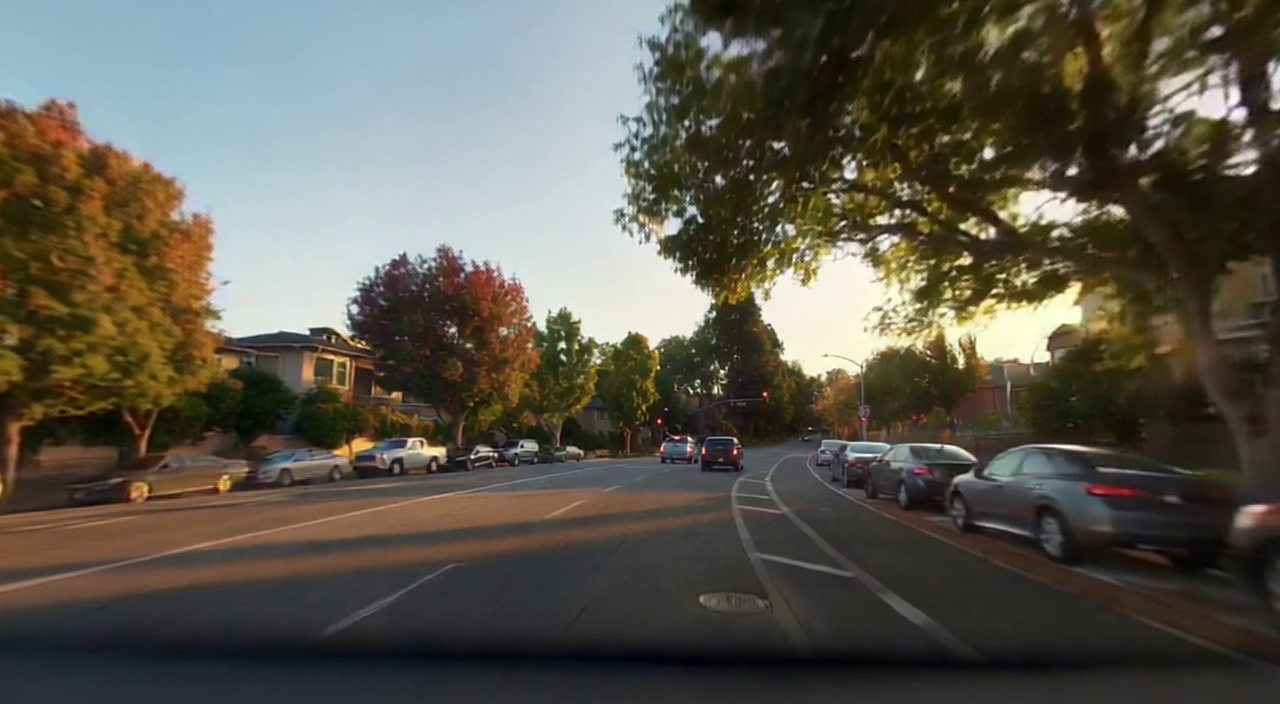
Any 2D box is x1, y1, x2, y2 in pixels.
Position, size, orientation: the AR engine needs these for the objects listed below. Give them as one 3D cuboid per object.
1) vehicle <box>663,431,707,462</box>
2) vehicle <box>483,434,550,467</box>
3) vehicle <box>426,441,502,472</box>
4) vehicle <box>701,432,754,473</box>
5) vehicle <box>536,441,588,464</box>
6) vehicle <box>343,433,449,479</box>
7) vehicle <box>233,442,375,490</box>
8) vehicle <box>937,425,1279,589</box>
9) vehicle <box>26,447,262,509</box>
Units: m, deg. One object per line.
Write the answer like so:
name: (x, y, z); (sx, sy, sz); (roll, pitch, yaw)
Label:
vehicle: (2.883, 5.918, 39.557); (1.877, 1.827, 4.298); (-2, -9, 16)
vehicle: (-7.387, 5.996, 38.486); (2.115, 1.853, 4.745); (-2, -9, 15)
vehicle: (-9.015, 5.385, 32.796); (1.809, 1.469, 4.485); (-2, -8, 13)
vehicle: (4.046, 4.507, 28.535); (1.852, 1.680, 4.488); (-2, -9, 14)
vehicle: (-5.396, 7.006, 44.246); (1.782, 1.472, 4.744); (-3, -9, 18)
vehicle: (-10.291, 4.428, 27.141); (1.977, 1.761, 4.990); (-1, -8, 8)
vehicle: (-11.449, 3.875, 21.987); (1.880, 1.450, 4.627); (-1, -8, 9)
vehicle: (5.544, 1.765, 8.034); (1.841, 1.545, 3.813); (0, -8, 4)
vehicle: (-12.258, 3.101, 16.154); (1.893, 1.310, 4.719); (-1, -8, 6)
